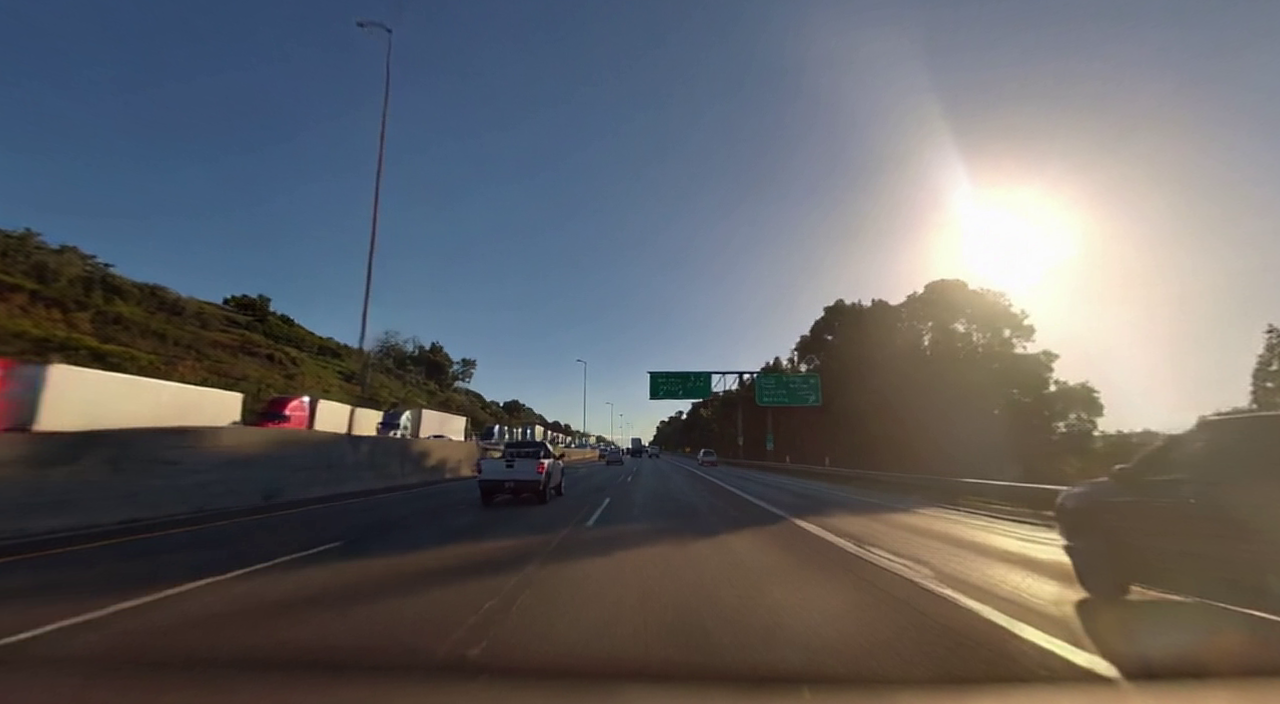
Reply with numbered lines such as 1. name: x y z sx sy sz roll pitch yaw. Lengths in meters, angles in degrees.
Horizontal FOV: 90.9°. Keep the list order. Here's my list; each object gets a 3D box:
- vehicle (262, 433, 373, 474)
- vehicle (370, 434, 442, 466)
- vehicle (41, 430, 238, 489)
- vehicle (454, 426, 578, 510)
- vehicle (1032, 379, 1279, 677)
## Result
1. vehicle: -12.797 4.136 25.392 1.978 1.433 4.435 2 -10 2
2. vehicle: -12.621 5.390 34.350 1.971 1.478 4.726 3 -11 2
3. vehicle: -13.584 2.954 17.534 1.951 1.428 4.206 0 -9 1
4. vehicle: -3.130 3.102 17.295 2.220 1.928 5.176 0 -9 1
5. vehicle: 4.797 1.048 3.789 2.080 1.725 4.252 0 -9 0
